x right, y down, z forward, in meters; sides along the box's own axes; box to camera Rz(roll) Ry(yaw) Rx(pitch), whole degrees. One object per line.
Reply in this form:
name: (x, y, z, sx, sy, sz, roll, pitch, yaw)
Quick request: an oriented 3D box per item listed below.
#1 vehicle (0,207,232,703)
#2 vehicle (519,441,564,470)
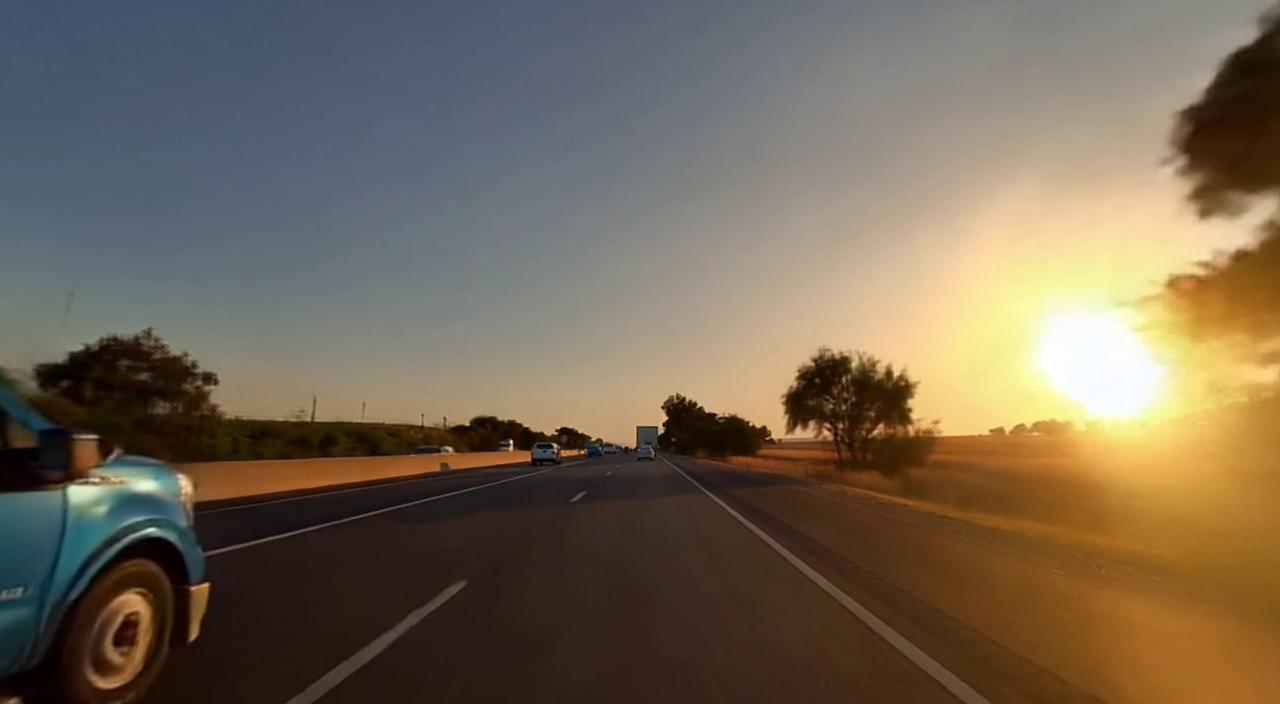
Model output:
vehicle: (-3.814, 0.316, 0.215, 2.791, 2.330, 6.725, 0, -9, 0)
vehicle: (-6.784, 7.149, 43.913, 2.193, 1.866, 4.807, 0, -9, 2)
